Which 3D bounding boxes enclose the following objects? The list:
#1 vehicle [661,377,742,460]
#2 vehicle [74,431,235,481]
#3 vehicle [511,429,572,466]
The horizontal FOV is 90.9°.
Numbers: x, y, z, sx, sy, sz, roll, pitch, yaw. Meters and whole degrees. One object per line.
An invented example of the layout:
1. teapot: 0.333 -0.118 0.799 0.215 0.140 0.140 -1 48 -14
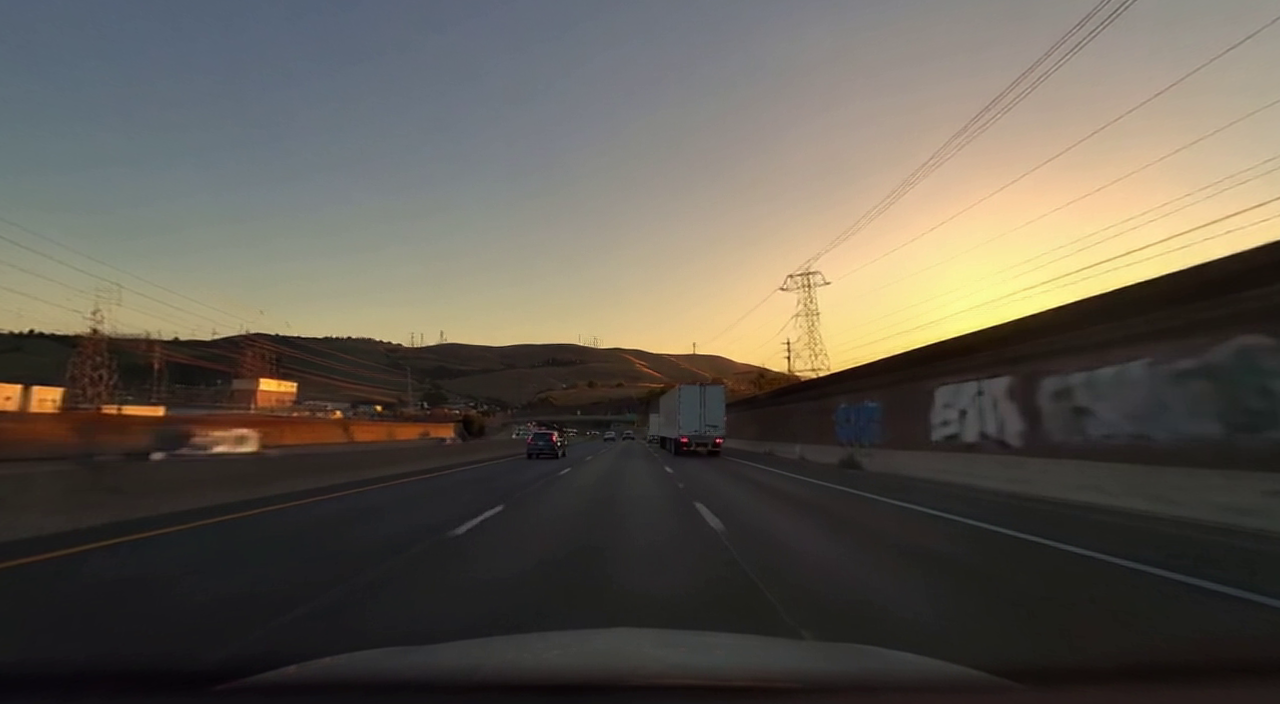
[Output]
1. vehicle: 3.032 3.815 34.793 3.060 3.842 11.095 0 -8 -1
2. vehicle: -15.689 3.356 20.726 1.931 1.458 4.239 0 -8 -1
3. vehicle: -4.250 4.182 27.860 1.965 1.486 4.448 0 -8 0
